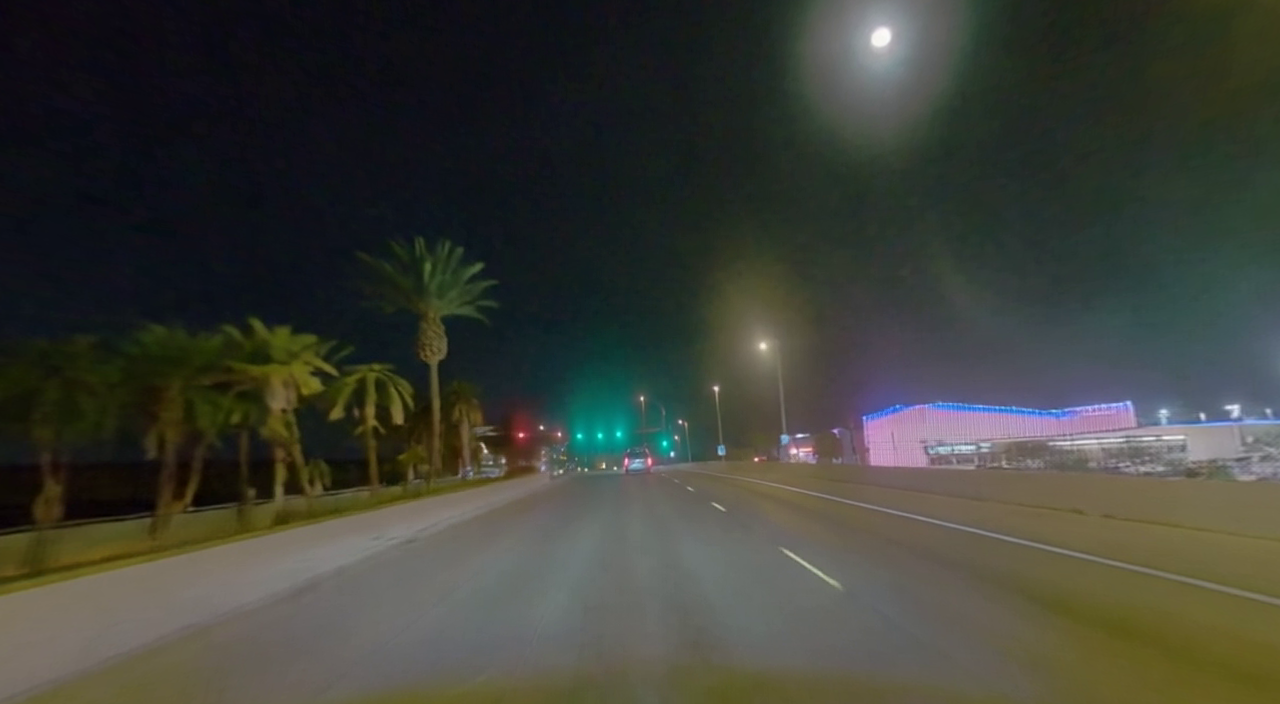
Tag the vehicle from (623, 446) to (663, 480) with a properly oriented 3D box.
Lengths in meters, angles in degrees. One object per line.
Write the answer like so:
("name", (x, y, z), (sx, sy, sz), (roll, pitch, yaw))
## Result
("vehicle", (0.125, 6.106, 34.860), (2.089, 1.718, 4.193), (0, -9, 0))
